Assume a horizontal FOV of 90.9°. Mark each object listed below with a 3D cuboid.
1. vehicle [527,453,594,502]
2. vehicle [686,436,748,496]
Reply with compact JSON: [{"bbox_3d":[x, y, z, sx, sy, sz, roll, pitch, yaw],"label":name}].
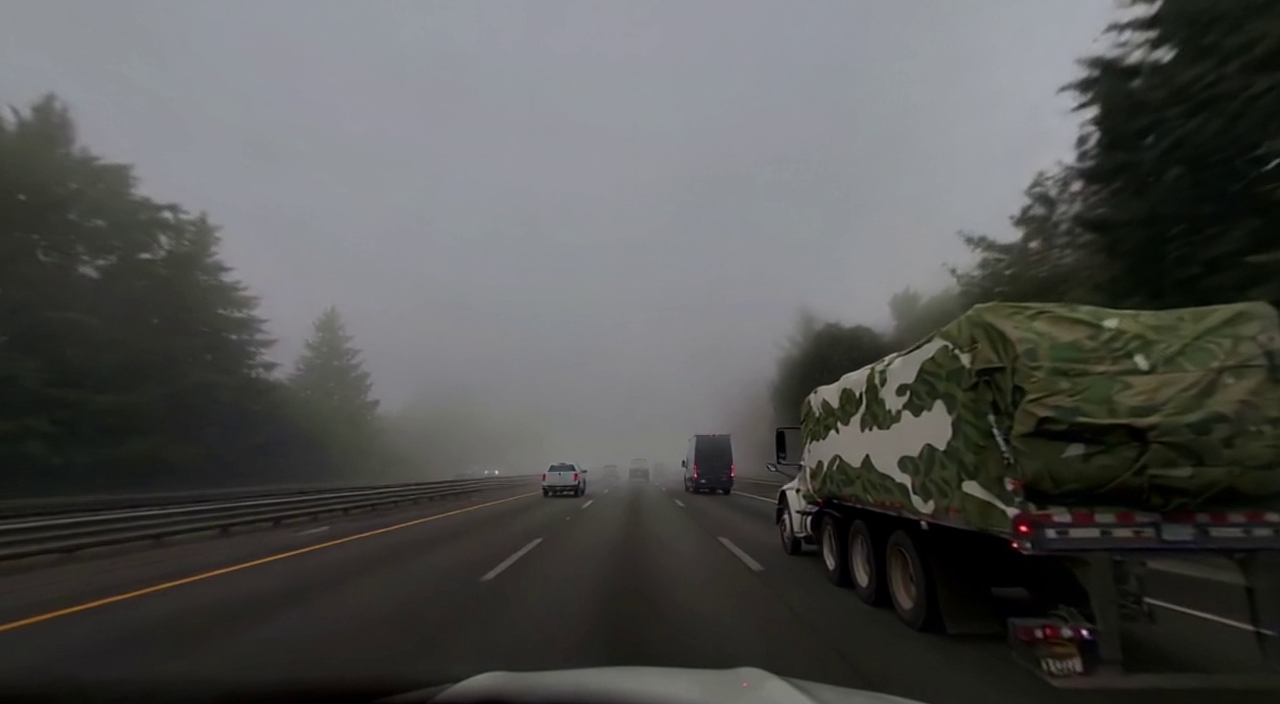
[{"bbox_3d":[-3.293,5.350,27.041,2.204,1.852,4.661,1,-10,1],"label":"vehicle"},{"bbox_3d":[4.085,6.246,34.517,2.703,2.988,5.097,1,-10,0],"label":"vehicle"}]
